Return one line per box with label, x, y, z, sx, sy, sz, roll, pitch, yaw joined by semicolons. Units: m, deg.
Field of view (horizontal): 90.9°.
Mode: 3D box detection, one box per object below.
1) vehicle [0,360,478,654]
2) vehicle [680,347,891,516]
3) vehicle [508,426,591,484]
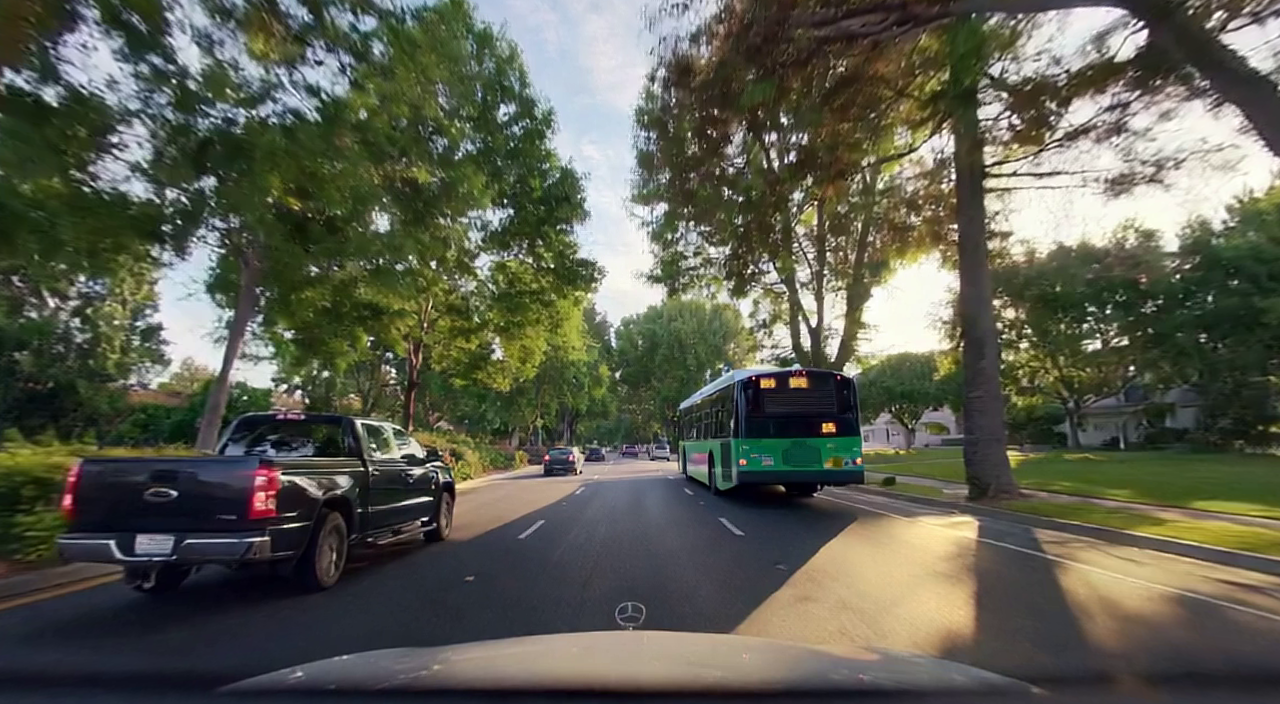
vehicle;-3.513;1.356;6.633;2.074;1.849;5.137;0;-9;2
vehicle;3.212;2.464;18.571;3.059;3.264;12.623;0;-9;-1
vehicle;-3.478;4.153;25.622;2.513;2.066;5.820;0;-9;0
